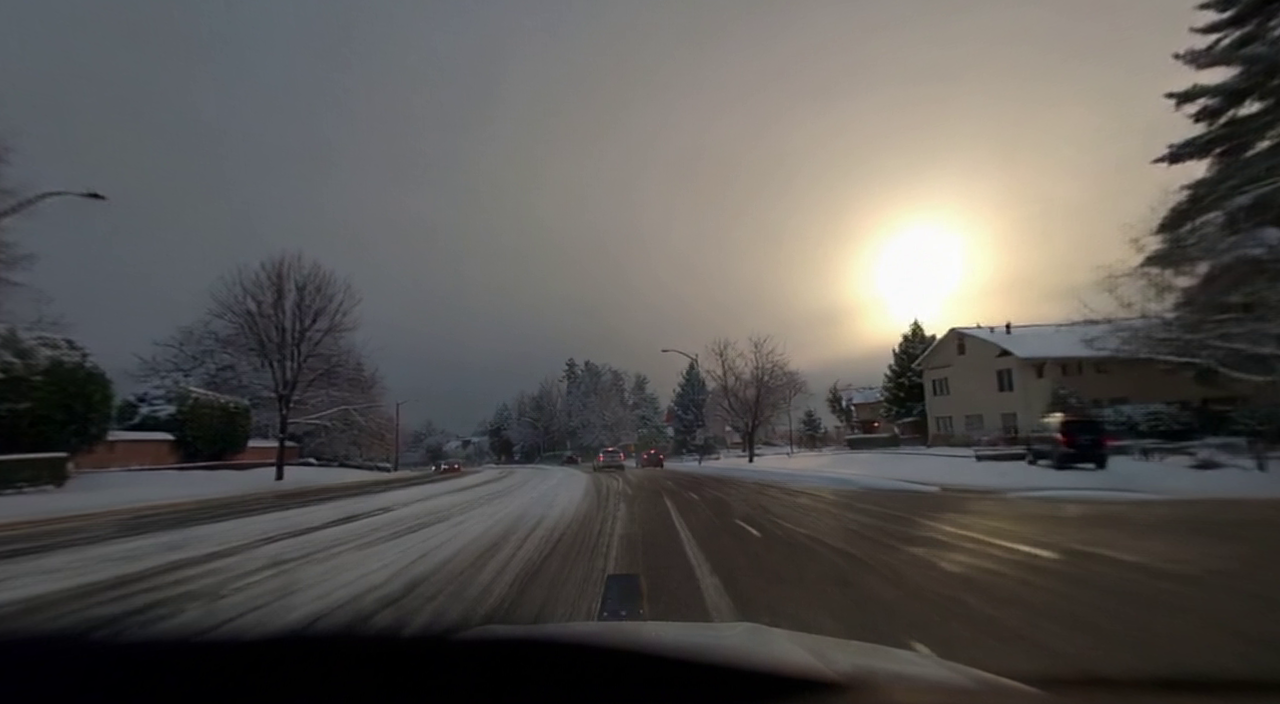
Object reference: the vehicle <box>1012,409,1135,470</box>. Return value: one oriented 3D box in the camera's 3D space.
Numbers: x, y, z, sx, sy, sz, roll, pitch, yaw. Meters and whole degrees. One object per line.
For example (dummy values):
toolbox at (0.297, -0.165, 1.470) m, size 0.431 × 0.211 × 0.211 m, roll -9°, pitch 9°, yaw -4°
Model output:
vehicle at (15.207, 3.160, 22.437) m, size 2.666 × 1.892 × 5.391 m, roll -4°, pitch -10°, yaw 25°

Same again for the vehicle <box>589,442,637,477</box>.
vehicle at (-1.586, 5.972, 35.065) m, size 2.165 × 1.783 × 4.391 m, roll 1°, pitch -9°, yaw -9°

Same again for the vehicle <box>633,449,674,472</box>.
vehicle at (0.878, 7.695, 44.898) m, size 1.915 × 1.495 × 4.880 m, roll 2°, pitch -9°, yaw -11°
